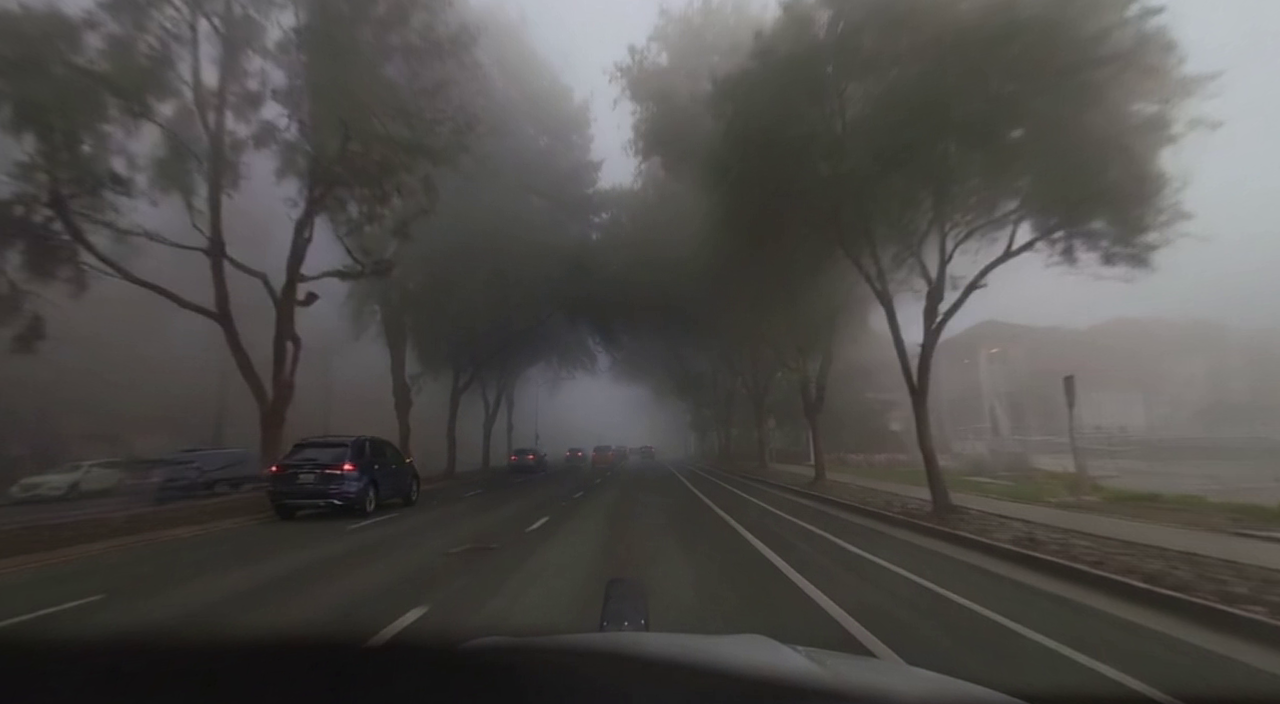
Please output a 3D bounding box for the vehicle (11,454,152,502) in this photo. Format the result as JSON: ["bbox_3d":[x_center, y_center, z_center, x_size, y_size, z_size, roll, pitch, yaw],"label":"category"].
[{"bbox_3d":[-25.295,5.697,28.861,2.031,1.862,4.761,-1,-8,1],"label":"vehicle"}]

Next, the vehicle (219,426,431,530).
[{"bbox_3d":[-6.173,2.507,13.102,2.123,1.761,4.322,0,-9,0],"label":"vehicle"}]

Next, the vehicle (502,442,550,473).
[{"bbox_3d":[-6.616,6.198,37.118,1.985,1.708,4.310,0,-9,0],"label":"vehicle"}]
